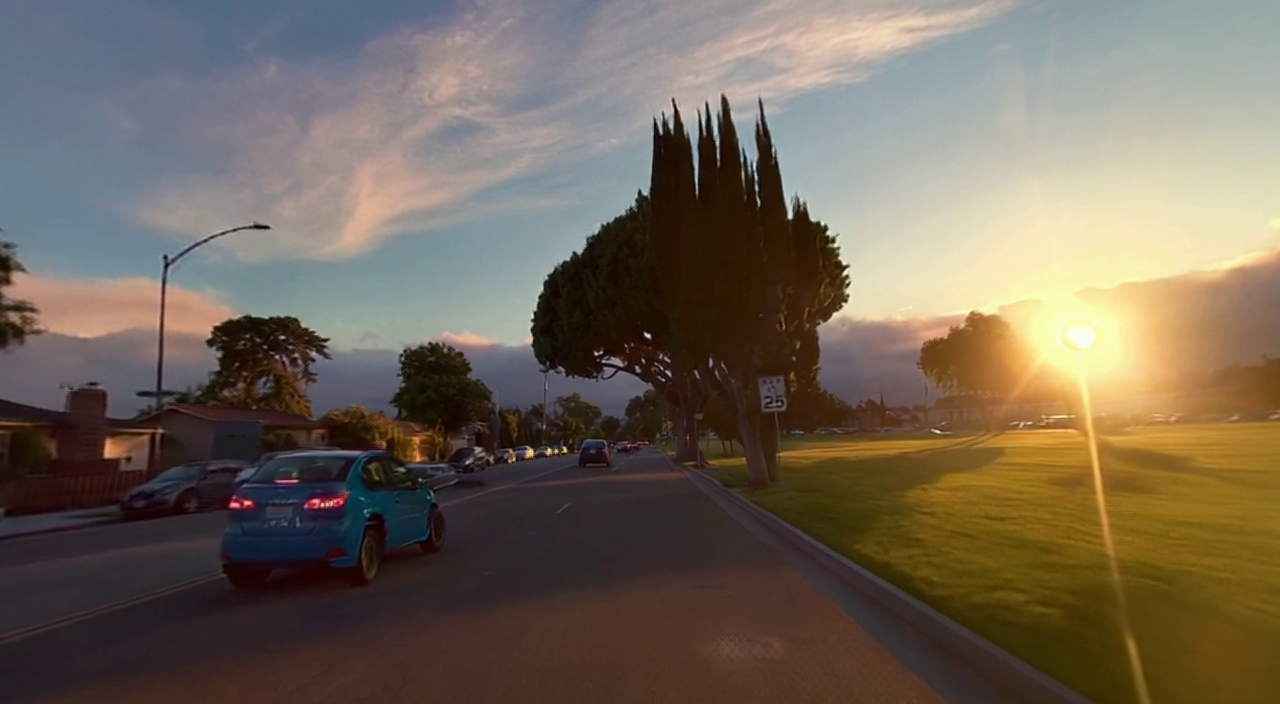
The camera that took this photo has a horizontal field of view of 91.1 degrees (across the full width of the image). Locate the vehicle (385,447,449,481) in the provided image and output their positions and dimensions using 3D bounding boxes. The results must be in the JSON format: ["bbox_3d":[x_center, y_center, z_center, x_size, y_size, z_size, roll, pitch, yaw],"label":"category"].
[{"bbox_3d":[-12.335,6.208,35.062,2.106,1.701,4.629,0,-8,-3],"label":"vehicle"}]

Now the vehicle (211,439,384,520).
[{"bbox_3d":[-9.108,3.393,17.320,2.019,1.907,4.697,0,-9,1],"label":"vehicle"}]

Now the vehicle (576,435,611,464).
[{"bbox_3d":[-3.025,6.479,41.838,1.908,1.809,4.230,0,-8,1],"label":"vehicle"}]

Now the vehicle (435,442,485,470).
[{"bbox_3d":[-12.277,7.133,43.054,2.066,1.785,4.608,0,-9,0],"label":"vehicle"}]

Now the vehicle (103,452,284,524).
[{"bbox_3d":[-12.298,3.699,17.757,1.910,1.462,4.581,-4,-7,-2],"label":"vehicle"}]
